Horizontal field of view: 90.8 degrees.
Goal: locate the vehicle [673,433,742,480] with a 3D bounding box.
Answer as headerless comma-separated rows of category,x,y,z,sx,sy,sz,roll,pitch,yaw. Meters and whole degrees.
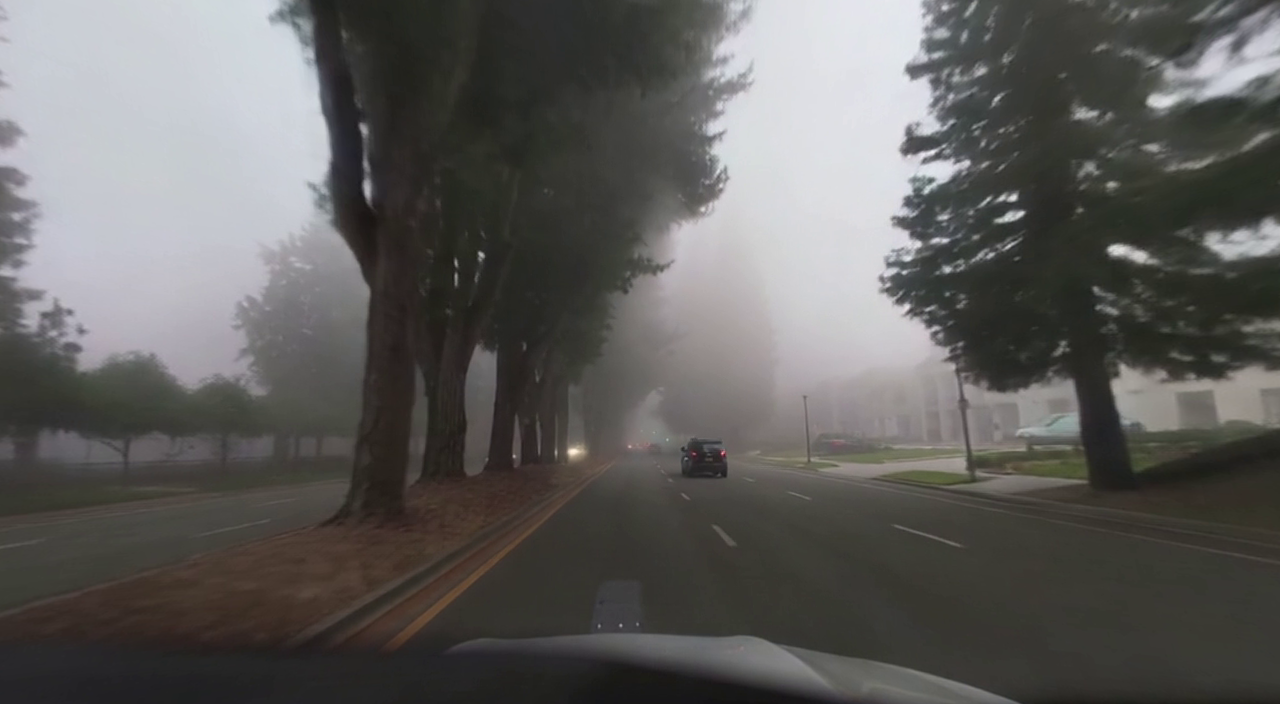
vehicle,2.666,4.293,26.181,2.240,1.740,4.605,0,-8,-2
